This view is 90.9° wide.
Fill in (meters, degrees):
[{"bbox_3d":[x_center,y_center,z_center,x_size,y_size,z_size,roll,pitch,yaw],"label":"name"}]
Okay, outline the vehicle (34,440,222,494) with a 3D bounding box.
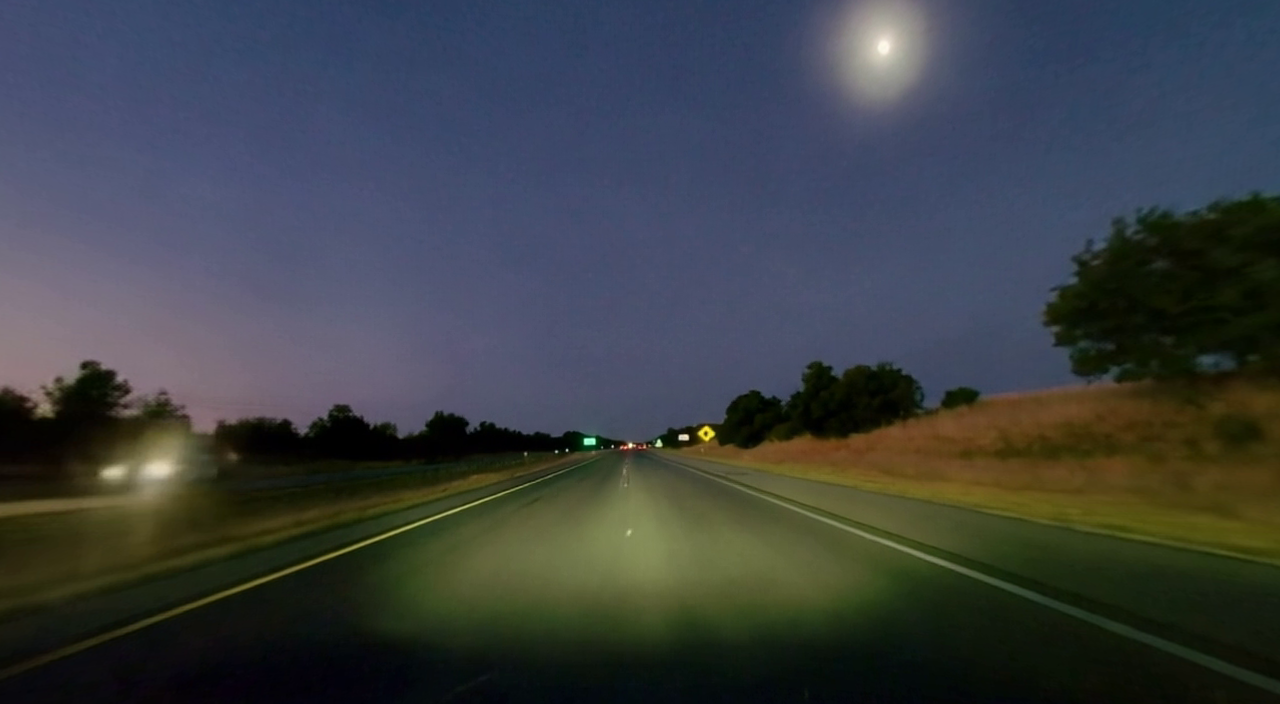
[{"bbox_3d":[-19.608,4.398,24.730,2.206,1.828,6.229,0,-8,0],"label":"vehicle"}]
